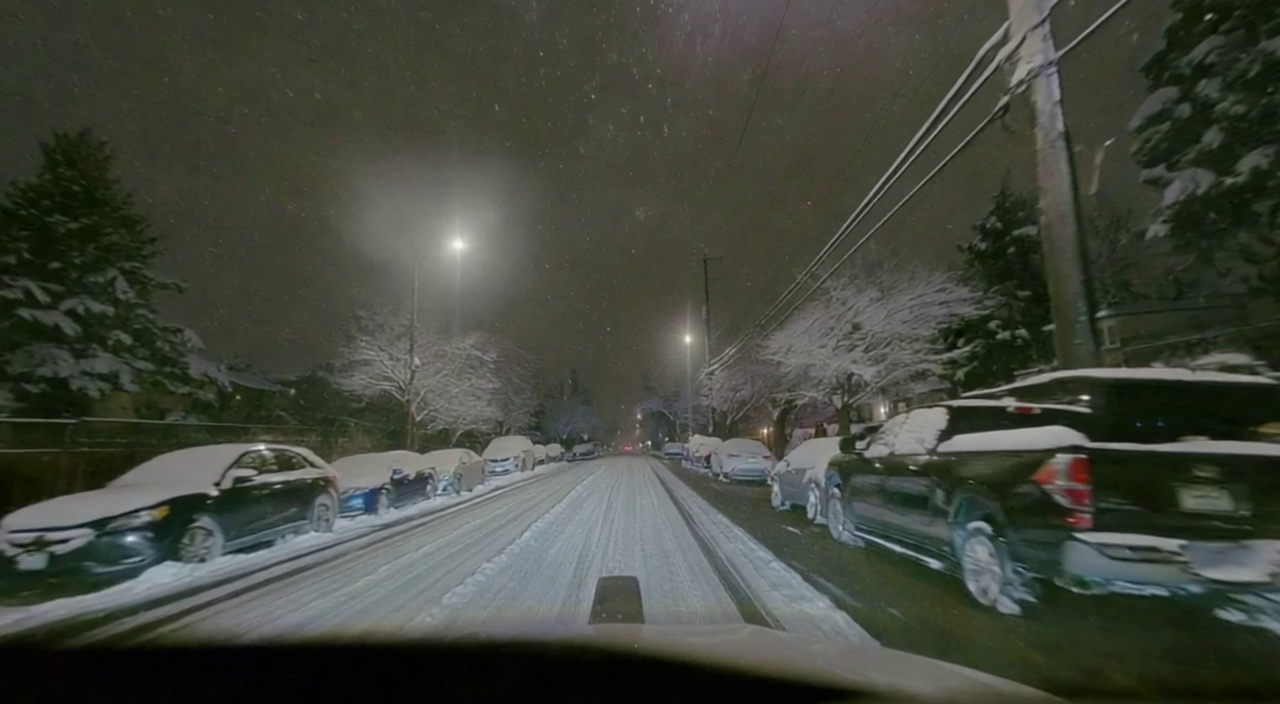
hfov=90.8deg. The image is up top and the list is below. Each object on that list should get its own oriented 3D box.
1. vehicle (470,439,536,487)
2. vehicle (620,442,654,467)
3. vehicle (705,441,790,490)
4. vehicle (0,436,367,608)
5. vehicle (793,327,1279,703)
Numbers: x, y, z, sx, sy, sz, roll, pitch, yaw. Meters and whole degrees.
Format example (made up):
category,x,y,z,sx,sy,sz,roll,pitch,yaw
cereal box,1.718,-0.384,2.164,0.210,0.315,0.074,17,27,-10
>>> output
category,x,y,z,sx,sy,sz,roll,pitch,yaw
vehicle,-6.232,5.056,29.278,2.115,1.820,5.002,-3,-7,-3
vehicle,-0.239,6.705,41.349,2.062,1.509,4.305,0,-8,-1
vehicle,3.598,3.914,22.131,2.039,1.480,4.831,-1,-9,-1
vehicle,-5.935,2.099,9.040,1.925,1.578,4.906,-3,-7,0
vehicle,3.573,1.267,6.327,2.401,1.958,5.999,0,-8,-2
